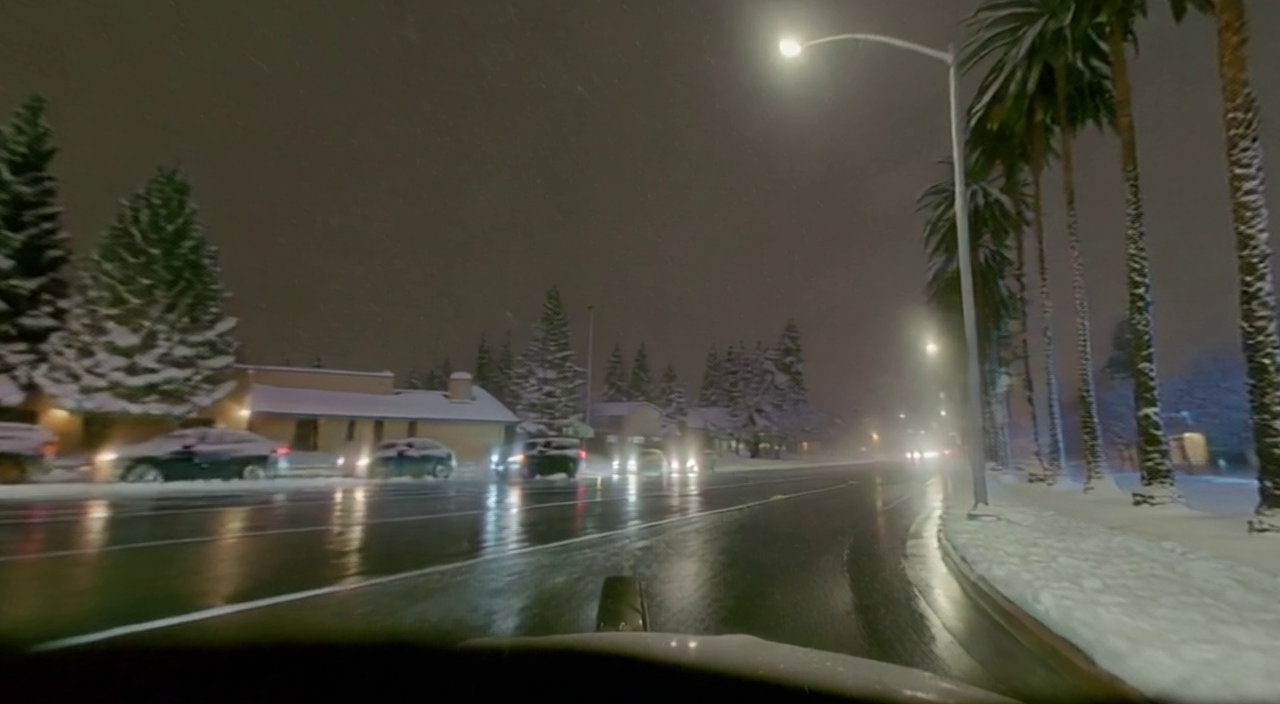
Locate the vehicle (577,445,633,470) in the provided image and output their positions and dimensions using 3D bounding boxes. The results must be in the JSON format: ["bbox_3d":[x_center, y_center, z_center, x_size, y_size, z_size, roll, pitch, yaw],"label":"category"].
[{"bbox_3d":[-2.282,7.095,42.375,1.813,1.535,4.306,-5,-10,28],"label":"vehicle"}]

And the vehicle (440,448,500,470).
[{"bbox_3d":[-12.171,7.706,45.282,1.806,1.500,4.118,-4,-10,27],"label":"vehicle"}]

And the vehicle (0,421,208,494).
[{"bbox_3d":[-13.556,2.562,15.433,1.844,1.543,4.356,-4,-10,27],"label":"vehicle"}]

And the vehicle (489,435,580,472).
[{"bbox_3d":[-5.971,5.864,36.308,2.184,1.904,5.617,-7,-11,27],"label":"vehicle"}]

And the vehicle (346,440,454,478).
[{"bbox_3d":[-10.452,4.675,27.660,1.857,1.474,4.291,-7,-10,27],"label":"vehicle"}]
